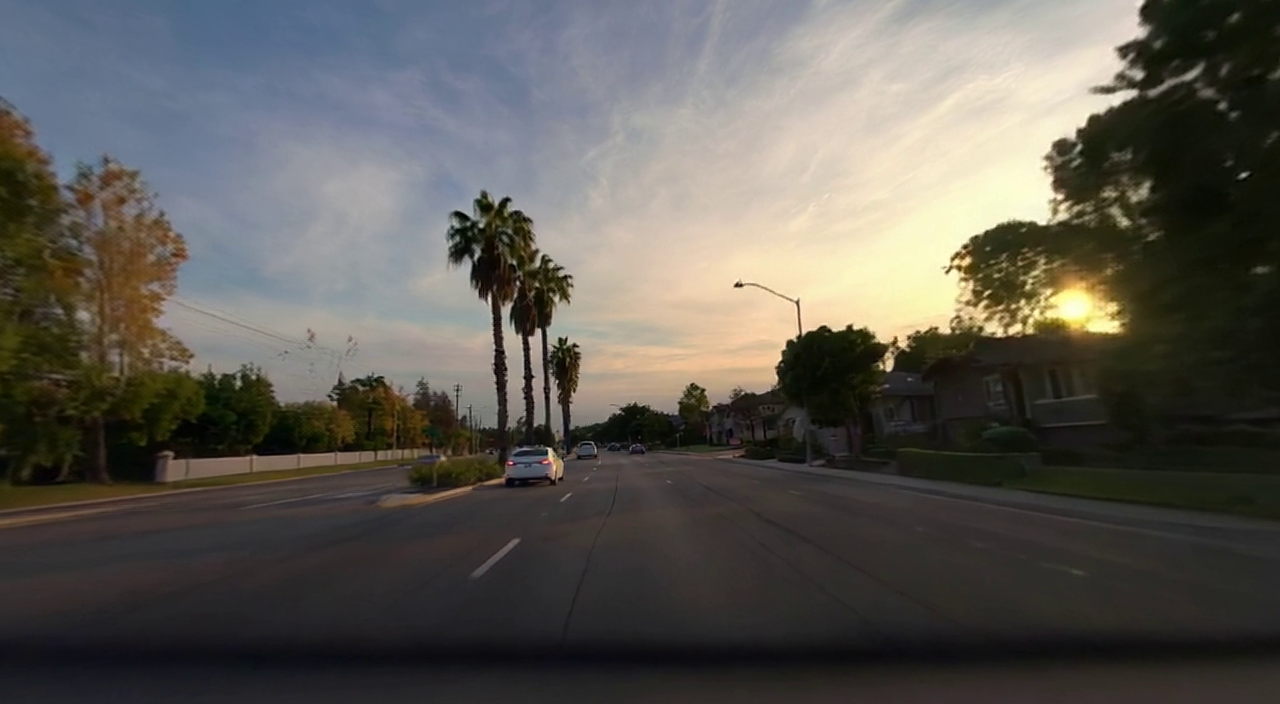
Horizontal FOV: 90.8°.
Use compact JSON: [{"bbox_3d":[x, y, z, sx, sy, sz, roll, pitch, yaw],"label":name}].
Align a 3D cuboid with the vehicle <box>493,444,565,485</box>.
[{"bbox_3d":[-4.293,4.423,25.191,2.108,1.475,4.555,0,-9,-1],"label":"vehicle"}]
